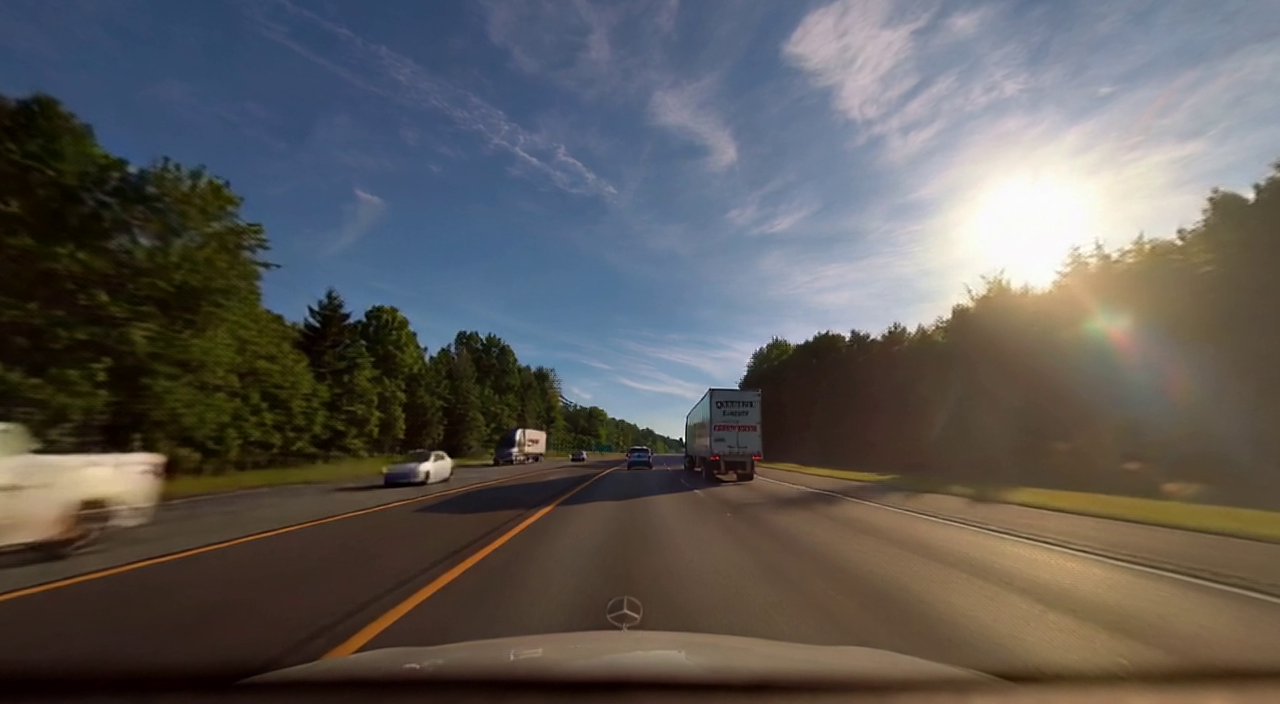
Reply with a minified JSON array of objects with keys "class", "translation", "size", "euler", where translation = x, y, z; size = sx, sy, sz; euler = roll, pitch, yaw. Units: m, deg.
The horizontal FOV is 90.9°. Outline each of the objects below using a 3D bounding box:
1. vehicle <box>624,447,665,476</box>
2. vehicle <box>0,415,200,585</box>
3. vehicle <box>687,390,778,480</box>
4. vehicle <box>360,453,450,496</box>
[{"class":"vehicle","translation":[0.235,5.854,33.928],"size":[2.074,1.475,3.960],"euler":[0,-9,0]},{"class":"vehicle","translation":[-8.488,1.765,7.638],"size":[2.252,1.923,5.541],"euler":[0,-9,0]},{"class":"vehicle","translation":[4.697,4.869,35.681],"size":[2.909,4.074,14.457],"euler":[0,-9,0]},{"class":"vehicle","translation":[-8.838,4.622,24.091],"size":[1.932,1.454,3.853],"euler":[0,-9,0]}]
